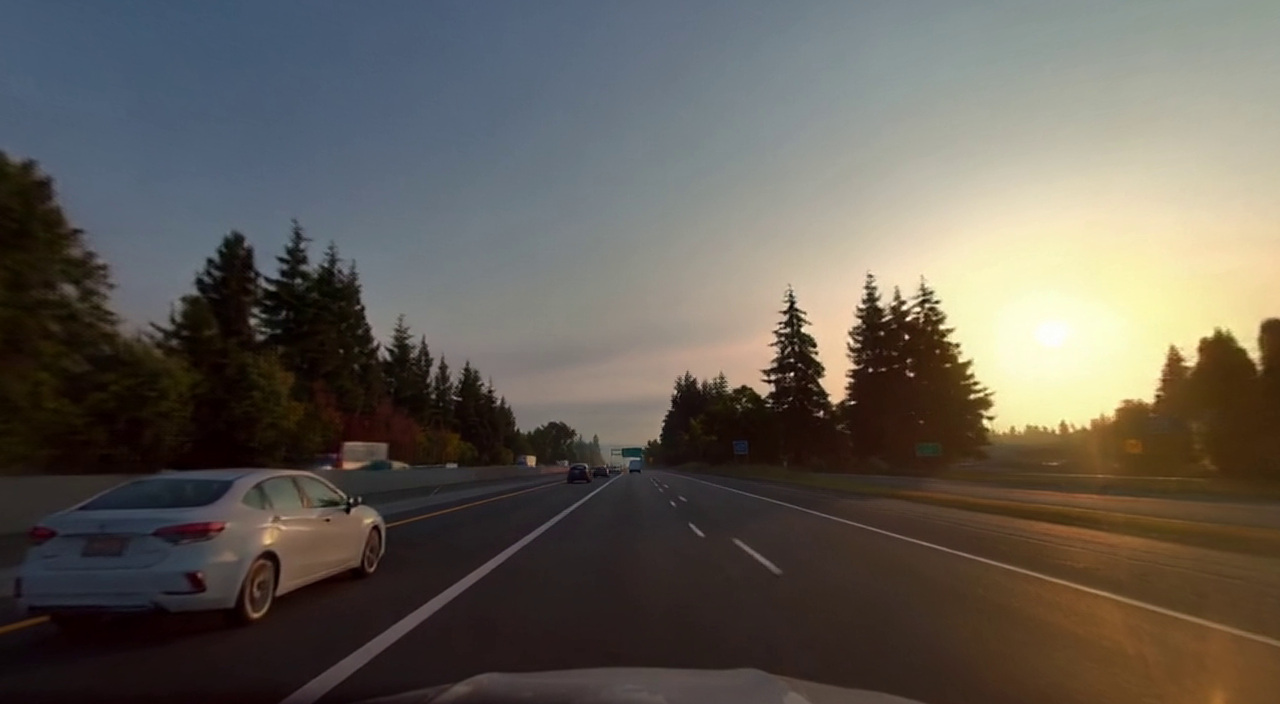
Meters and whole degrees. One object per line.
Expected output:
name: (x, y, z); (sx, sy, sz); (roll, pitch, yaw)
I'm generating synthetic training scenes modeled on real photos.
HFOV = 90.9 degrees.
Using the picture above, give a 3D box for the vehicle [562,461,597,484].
vehicle: (-4.347, 8.800, 46.030); (2.126, 1.488, 4.186); (1, -11, -1)

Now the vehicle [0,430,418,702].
vehicle: (-3.827, 1.555, 5.685); (1.998, 1.427, 4.462); (1, -11, 0)
